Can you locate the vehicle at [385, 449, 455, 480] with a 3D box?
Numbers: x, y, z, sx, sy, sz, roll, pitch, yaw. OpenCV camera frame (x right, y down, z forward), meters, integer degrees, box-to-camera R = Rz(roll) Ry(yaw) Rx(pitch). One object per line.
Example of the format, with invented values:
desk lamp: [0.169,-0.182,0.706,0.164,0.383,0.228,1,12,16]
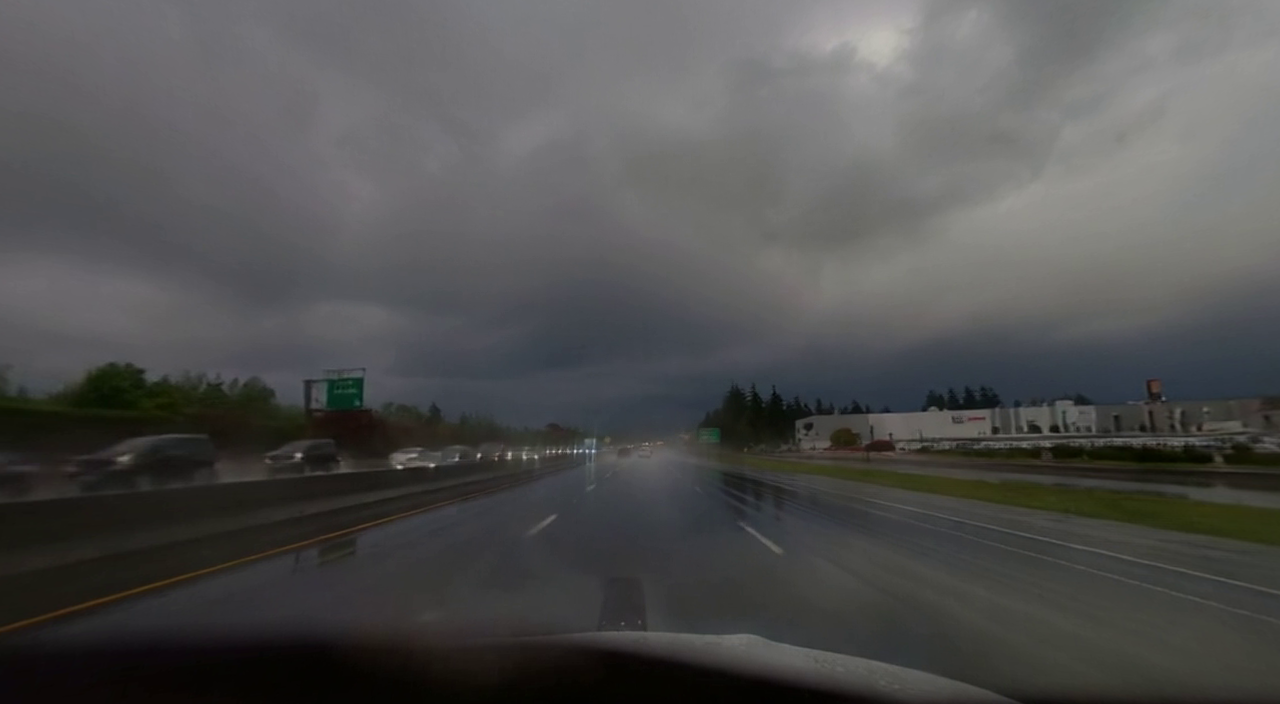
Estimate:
vehicle: [-11.089,5.673,32.062,1.920,1.428,4.416,0,-9,1]

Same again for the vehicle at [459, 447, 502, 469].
vehicle: [-11.821,7.851,46.941,2.035,1.512,4.336,-1,-9,1]

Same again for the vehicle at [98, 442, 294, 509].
vehicle: [-10.936,3.045,15.989,1.930,1.455,4.135,0,-9,1]
